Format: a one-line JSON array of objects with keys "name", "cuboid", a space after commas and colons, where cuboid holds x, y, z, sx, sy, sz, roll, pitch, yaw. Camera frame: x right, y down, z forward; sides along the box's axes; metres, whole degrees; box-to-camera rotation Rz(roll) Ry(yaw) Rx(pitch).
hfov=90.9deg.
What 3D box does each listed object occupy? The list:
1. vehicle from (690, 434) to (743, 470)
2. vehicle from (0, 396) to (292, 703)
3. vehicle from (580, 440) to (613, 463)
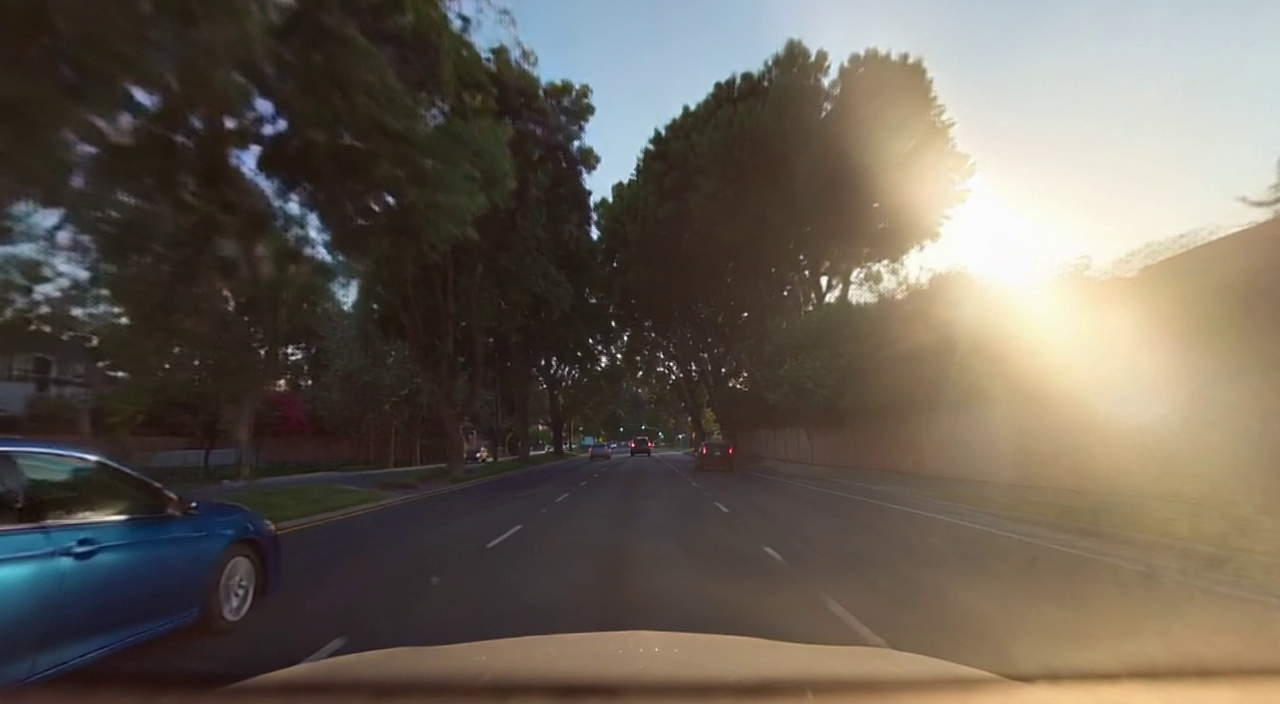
[{"name": "vehicle", "cuboid": [3.851, 5.133, 32.467, 2.182, 1.688, 4.187, 0, -8, -1]}, {"name": "vehicle", "cuboid": [-3.659, 0.873, 2.077, 2.091, 1.503, 4.989, -1, -8, 1]}, {"name": "vehicle", "cuboid": [-2.959, 6.858, 43.560, 1.940, 1.473, 4.133, -1, -8, 1]}]
